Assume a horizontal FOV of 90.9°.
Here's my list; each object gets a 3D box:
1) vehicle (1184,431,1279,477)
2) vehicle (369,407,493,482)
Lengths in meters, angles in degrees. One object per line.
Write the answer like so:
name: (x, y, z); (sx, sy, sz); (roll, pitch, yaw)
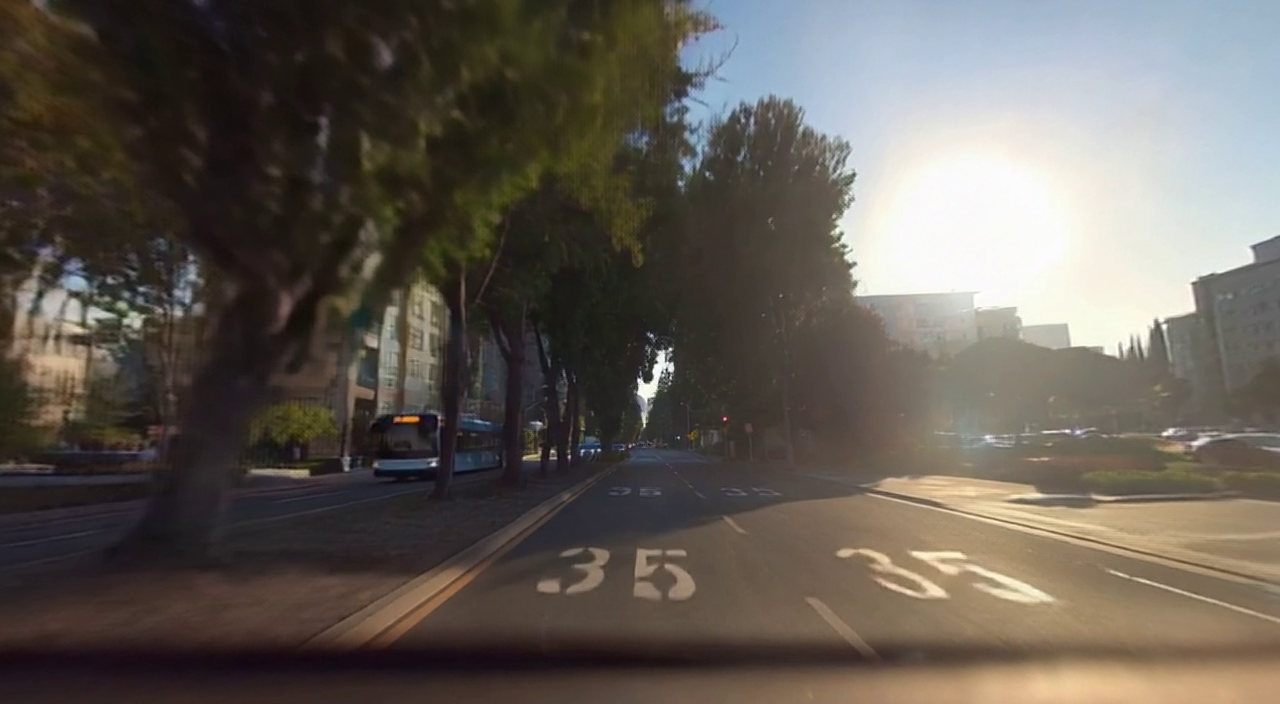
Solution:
vehicle: (21.080, 3.344, 20.753); (4.404, 1.440, 1.900); (-1, -8, 3)
vehicle: (-10.776, 5.000, 34.038); (3.052, 3.397, 10.003); (0, -8, 1)
